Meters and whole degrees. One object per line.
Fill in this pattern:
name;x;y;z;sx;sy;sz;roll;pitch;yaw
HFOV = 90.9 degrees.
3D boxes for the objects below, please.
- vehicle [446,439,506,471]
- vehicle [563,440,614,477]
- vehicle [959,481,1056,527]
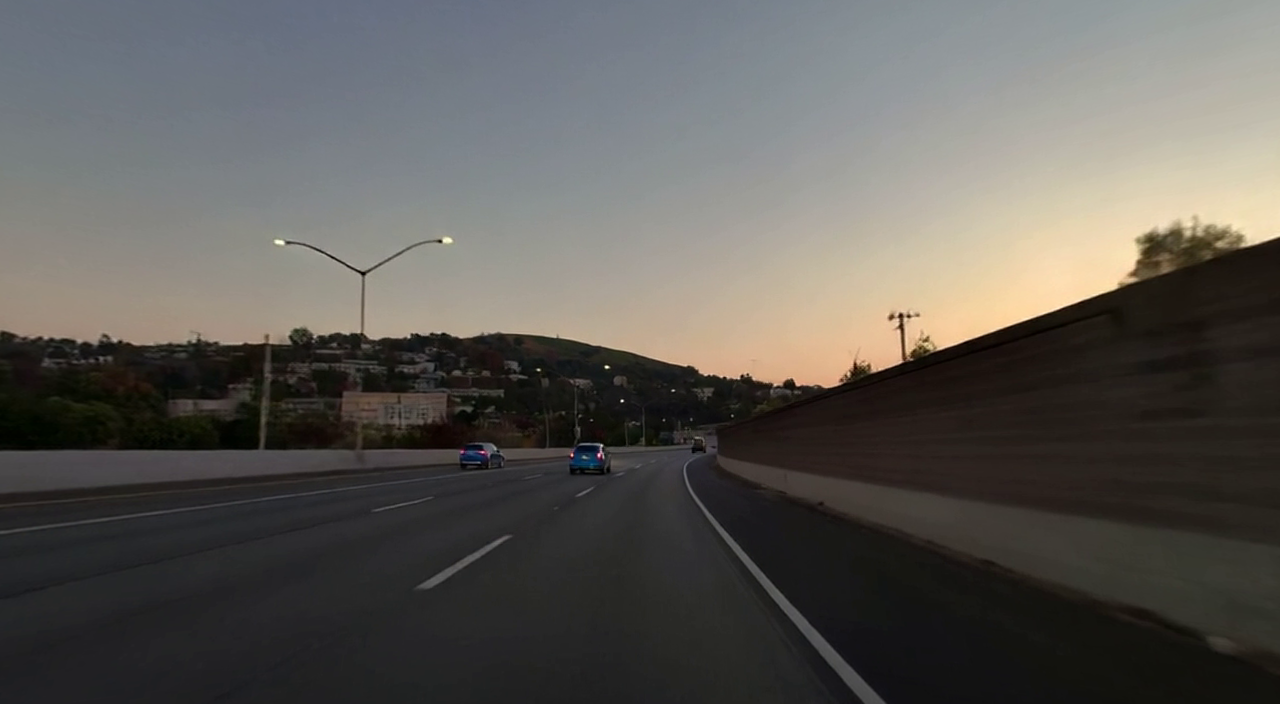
vehicle;-9.634;6.084;37.433;2.039;1.746;4.528;-1;-8;5
vehicle;-2.584;5.518;32.883;2.028;1.782;4.150;-1;-8;4
vehicle;24.303;10.038;42.102;2.775;2.408;6.139;0;-8;0
